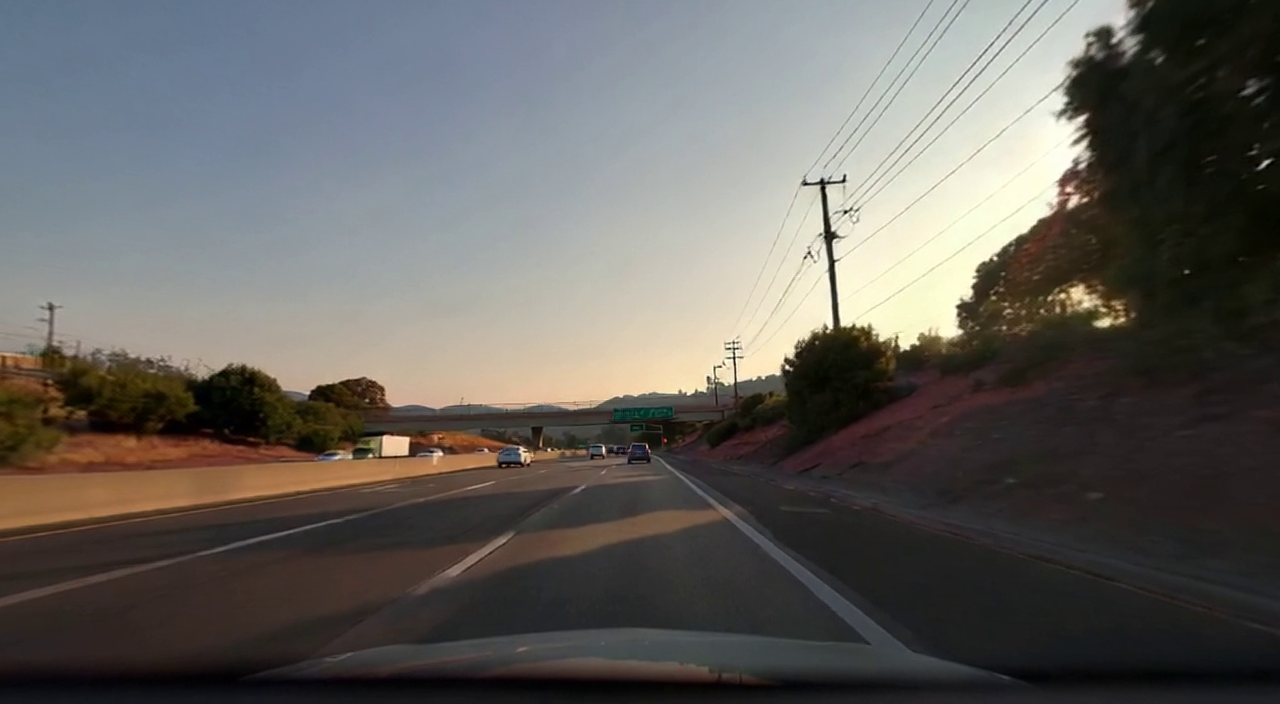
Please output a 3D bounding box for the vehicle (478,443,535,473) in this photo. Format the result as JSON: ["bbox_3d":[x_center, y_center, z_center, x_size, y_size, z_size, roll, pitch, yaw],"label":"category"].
[{"bbox_3d":[-7.187,5.758,34.515,2.077,1.511,4.323,-1,-9,1],"label":"vehicle"}]

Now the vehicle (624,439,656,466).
[{"bbox_3d":[0.000,6.901,43.363,2.063,1.715,4.299,-1,-9,0],"label":"vehicle"}]
